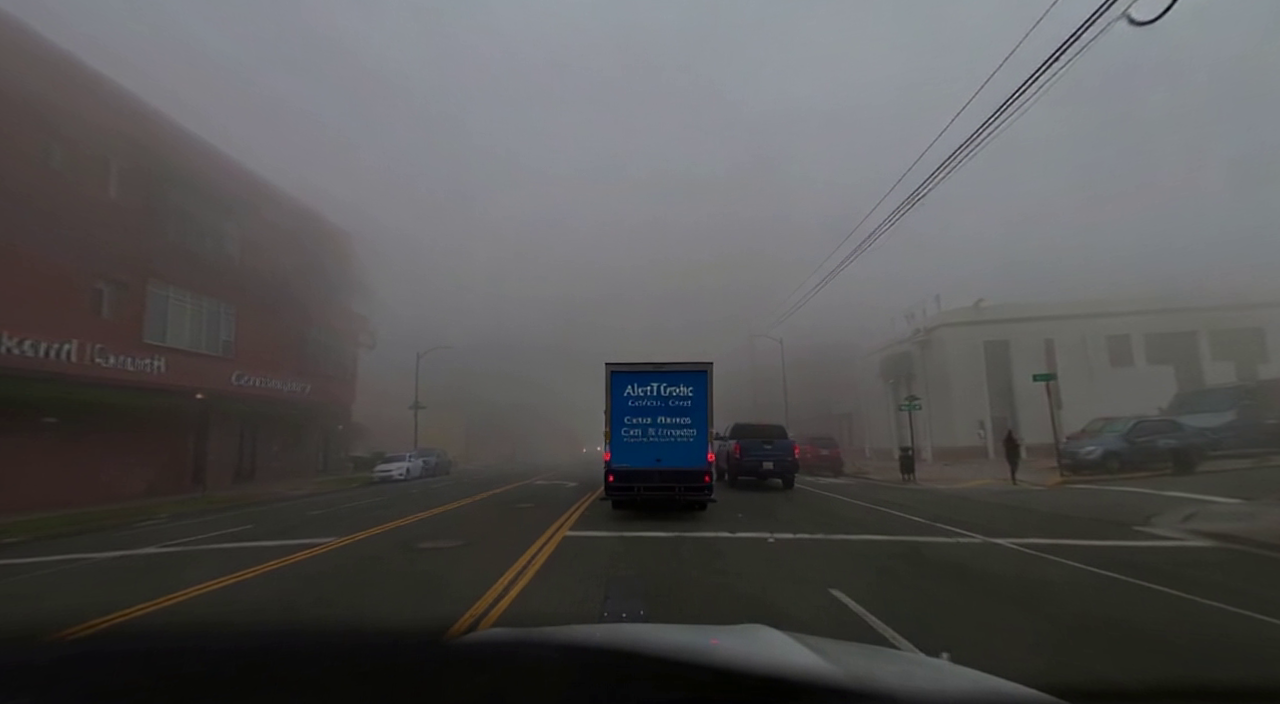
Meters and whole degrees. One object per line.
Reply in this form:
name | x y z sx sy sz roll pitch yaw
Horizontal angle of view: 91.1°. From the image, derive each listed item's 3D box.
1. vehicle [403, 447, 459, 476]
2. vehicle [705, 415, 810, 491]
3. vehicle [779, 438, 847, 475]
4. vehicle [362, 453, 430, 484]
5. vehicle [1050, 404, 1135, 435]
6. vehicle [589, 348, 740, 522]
vehicle | -13.078 6.873 39.570 1.943 1.682 4.365 0 -8 0
vehicle | 3.490 3.150 19.924 2.346 2.062 5.236 0 -8 1
vehicle | 7.828 4.757 28.863 1.951 1.548 4.290 0 -8 1
vehicle | -13.235 6.315 34.347 1.901 1.508 4.405 0 -8 0
vehicle | 26.068 3.963 36.310 1.811 1.623 3.921 1 -8 -3
vehicle | 0.303 1.824 13.735 2.517 2.926 6.177 0 -8 -2
